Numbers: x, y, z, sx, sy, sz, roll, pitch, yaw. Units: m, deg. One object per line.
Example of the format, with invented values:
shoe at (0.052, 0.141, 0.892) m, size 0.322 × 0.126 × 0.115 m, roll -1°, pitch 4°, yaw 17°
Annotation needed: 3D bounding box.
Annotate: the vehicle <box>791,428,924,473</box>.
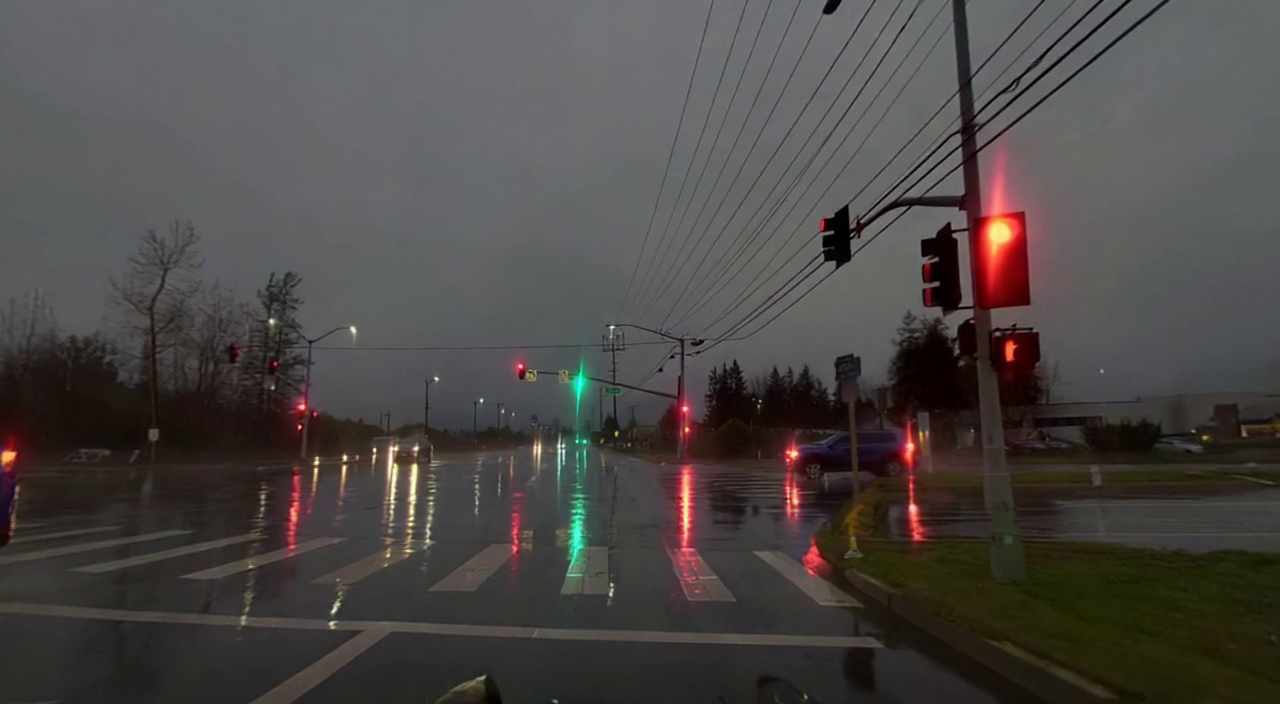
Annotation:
vehicle at (8.710, 4.014, 25.722) m, size 4.884 × 1.714 × 2.021 m, roll -2°, pitch -9°, yaw 12°
